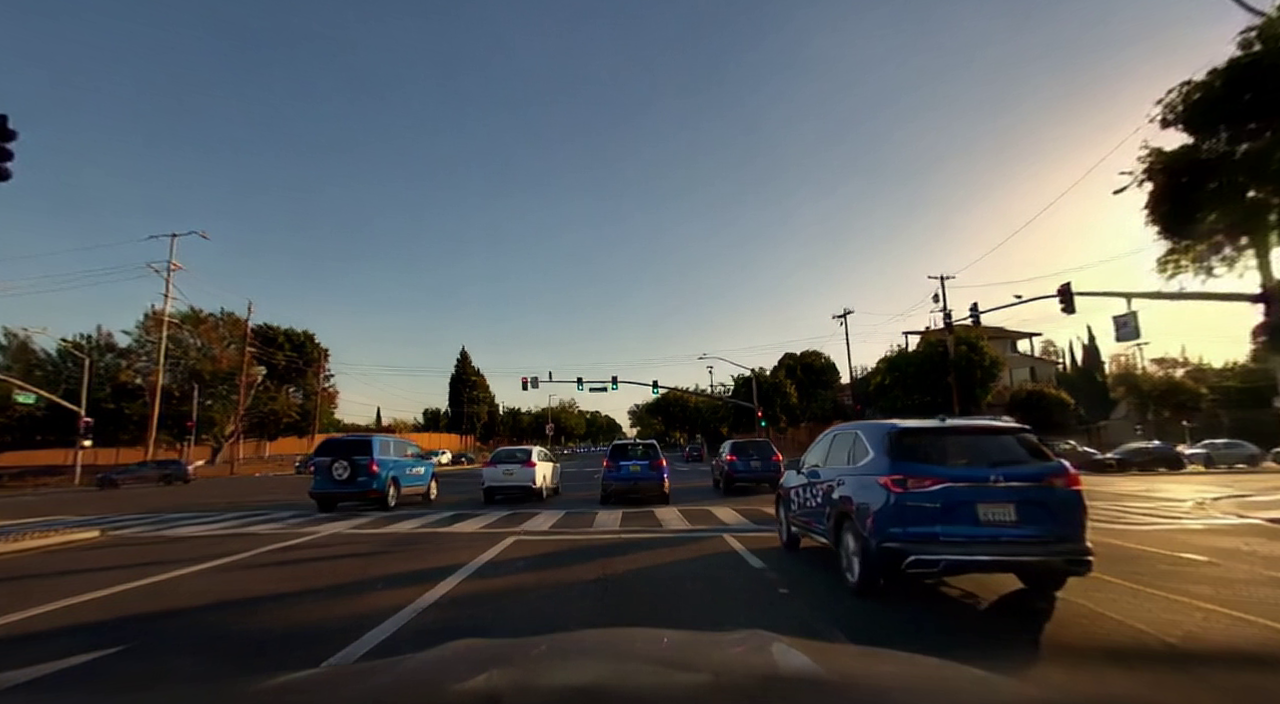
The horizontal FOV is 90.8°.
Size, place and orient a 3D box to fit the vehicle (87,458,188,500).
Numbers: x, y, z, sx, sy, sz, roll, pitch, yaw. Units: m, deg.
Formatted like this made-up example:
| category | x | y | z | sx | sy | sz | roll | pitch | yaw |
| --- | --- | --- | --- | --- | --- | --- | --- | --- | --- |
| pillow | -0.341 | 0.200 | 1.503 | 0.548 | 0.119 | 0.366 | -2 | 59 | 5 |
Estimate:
| category | x | y | z | sx | sy | sz | roll | pitch | yaw |
| --- | --- | --- | --- | --- | --- | --- | --- | --- | --- |
| vehicle | -20.615 | 5.127 | 25.868 | 4.450 | 1.491 | 1.974 | -7 | -11 | 36 |

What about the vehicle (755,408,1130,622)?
| category | x | y | z | sx | sy | sz | roll | pitch | yaw |
| --- | --- | --- | --- | --- | --- | --- | --- | --- | --- |
| vehicle | 2.770 | 1.610 | 7.233 | 2.034 | 1.655 | 4.465 | 0 | -9 | 0 |

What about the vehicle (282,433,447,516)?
| category | x | y | z | sx | sy | sz | roll | pitch | yaw |
| --- | --- | --- | --- | --- | --- | --- | --- | --- | --- |
| vehicle | -6.762 | 3.047 | 16.218 | 2.116 | 1.812 | 4.609 | 0 | -9 | 0 |

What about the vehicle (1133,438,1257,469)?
| category | x | y | z | sx | sy | sz | roll | pitch | yaw |
| --- | --- | --- | --- | --- | --- | --- | --- | --- | --- |
| vehicle | 27.732 | 5.066 | 31.645 | 4.514 | 1.459 | 1.847 | 0 | -9 | -2 |

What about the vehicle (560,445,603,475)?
| category | x | y | z | sx | sy | sz | roll | pitch | yaw |
| --- | --- | --- | --- | --- | --- | --- | --- | --- | --- |
| vehicle | -3.318 | 6.218 | 36.563 | 1.939 | 1.652 | 4.268 | 0 | -9 | 2 |

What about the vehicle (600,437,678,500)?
| category | x | y | z | sx | sy | sz | roll | pitch | yaw |
| --- | --- | --- | --- | --- | --- | --- | --- | --- | --- |
| vehicle | -0.025 | 3.499 | 19.346 | 2.111 | 1.712 | 4.078 | 0 | -9 | 0 |

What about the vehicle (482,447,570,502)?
| category | x | y | z | sx | sy | sz | roll | pitch | yaw |
| --- | --- | --- | --- | --- | --- | --- | --- | --- | --- |
| vehicle | -3.386 | 3.718 | 19.651 | 1.881 | 1.466 | 4.484 | 0 | -9 | 0 |

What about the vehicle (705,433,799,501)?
| category | x | y | z | sx | sy | sz | roll | pitch | yaw |
| --- | --- | --- | --- | --- | --- | --- | --- | --- | --- |
| vehicle | 3.227 | 3.443 | 19.258 | 1.999 | 1.789 | 4.583 | 0 | -9 | 0 |
